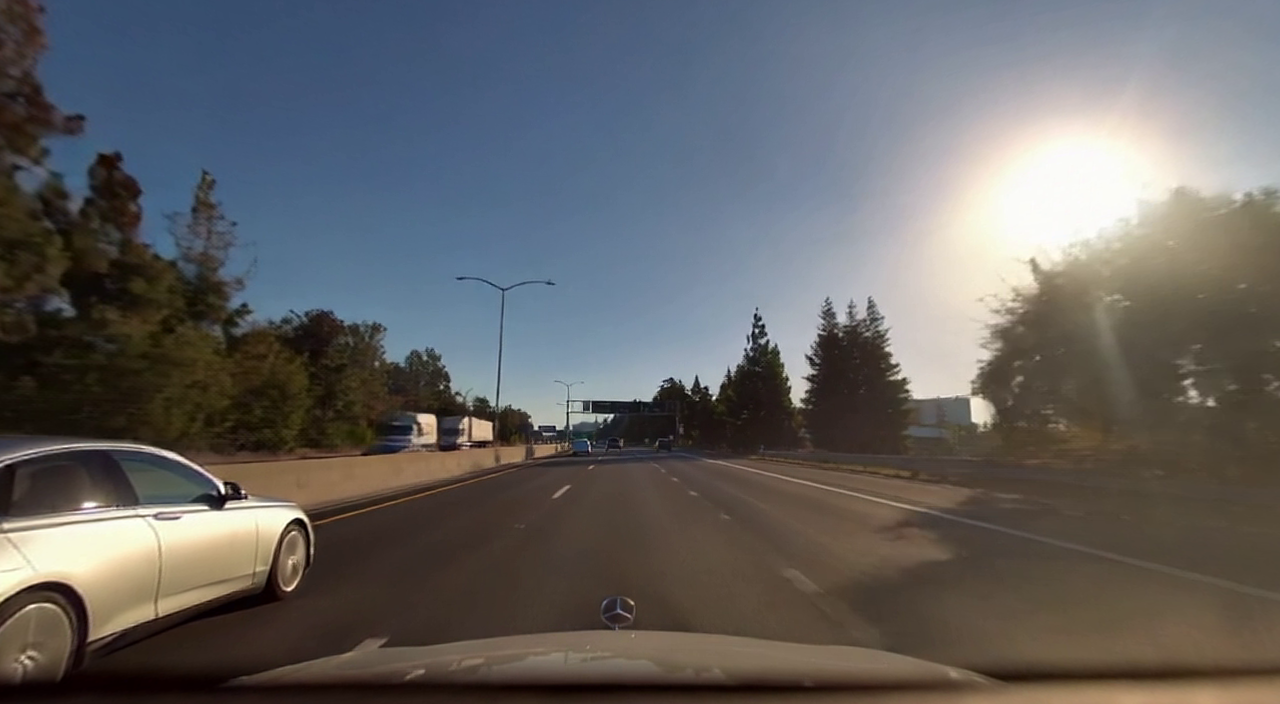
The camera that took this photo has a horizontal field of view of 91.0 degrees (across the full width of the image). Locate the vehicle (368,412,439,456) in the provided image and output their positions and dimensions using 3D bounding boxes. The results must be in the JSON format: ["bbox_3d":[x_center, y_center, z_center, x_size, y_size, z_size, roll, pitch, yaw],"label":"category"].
[{"bbox_3d":[-15.744,5.543,42.295,2.366,2.696,6.313,0,-8,-1],"label":"vehicle"}]
